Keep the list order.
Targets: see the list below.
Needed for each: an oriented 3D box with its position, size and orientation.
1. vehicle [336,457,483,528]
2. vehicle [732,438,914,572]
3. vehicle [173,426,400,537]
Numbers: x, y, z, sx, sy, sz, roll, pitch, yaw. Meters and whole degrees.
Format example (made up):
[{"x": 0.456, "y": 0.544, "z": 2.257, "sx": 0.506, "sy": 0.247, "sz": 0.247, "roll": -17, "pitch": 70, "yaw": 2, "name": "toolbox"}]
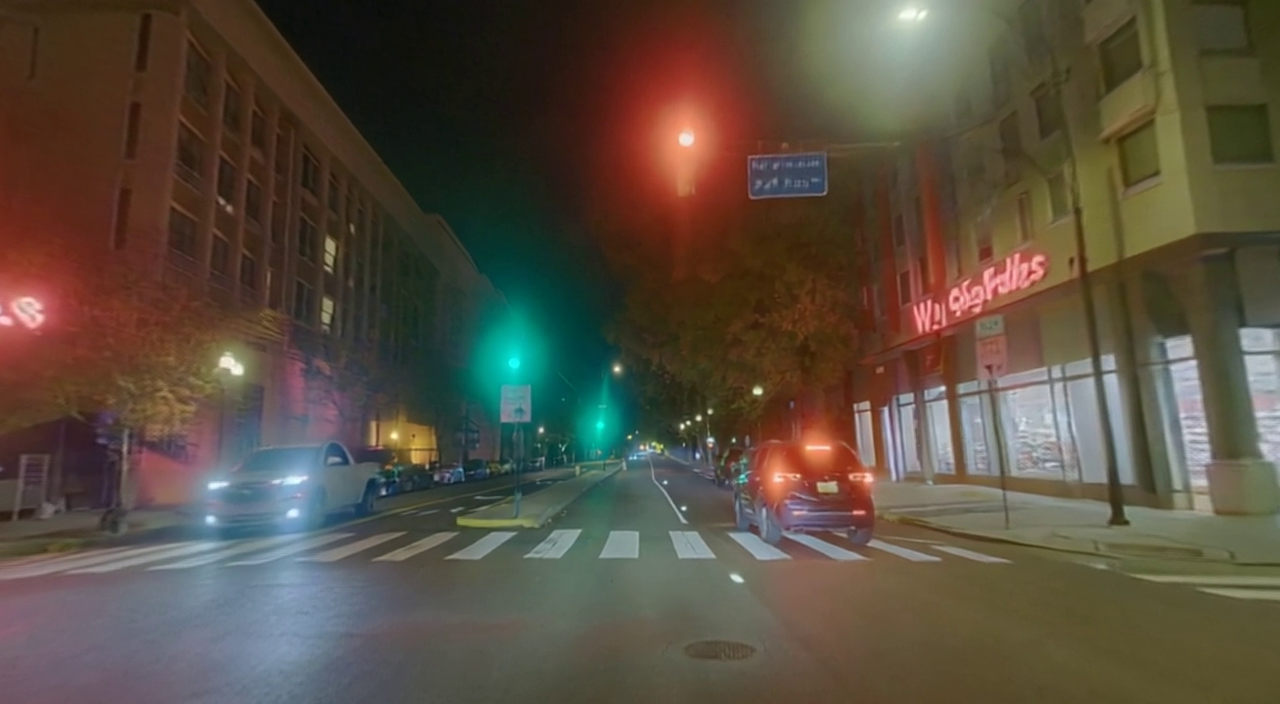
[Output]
[{"x": -5.637, "y": 3.474, "z": 16.203, "sx": 1.983, "sy": 1.438, "sz": 4.559, "roll": 0, "pitch": -8, "yaw": 1, "name": "vehicle"}, {"x": 2.531, "y": 2.151, "z": 9.477, "sx": 1.822, "sy": 1.654, "sz": 2.794, "roll": 0, "pitch": -8, "yaw": -1, "name": "vehicle"}, {"x": -8.672, "y": 3.197, "z": 16.473, "sx": 2.489, "sy": 2.323, "sz": 5.843, "roll": 0, "pitch": -8, "yaw": 0, "name": "vehicle"}]
